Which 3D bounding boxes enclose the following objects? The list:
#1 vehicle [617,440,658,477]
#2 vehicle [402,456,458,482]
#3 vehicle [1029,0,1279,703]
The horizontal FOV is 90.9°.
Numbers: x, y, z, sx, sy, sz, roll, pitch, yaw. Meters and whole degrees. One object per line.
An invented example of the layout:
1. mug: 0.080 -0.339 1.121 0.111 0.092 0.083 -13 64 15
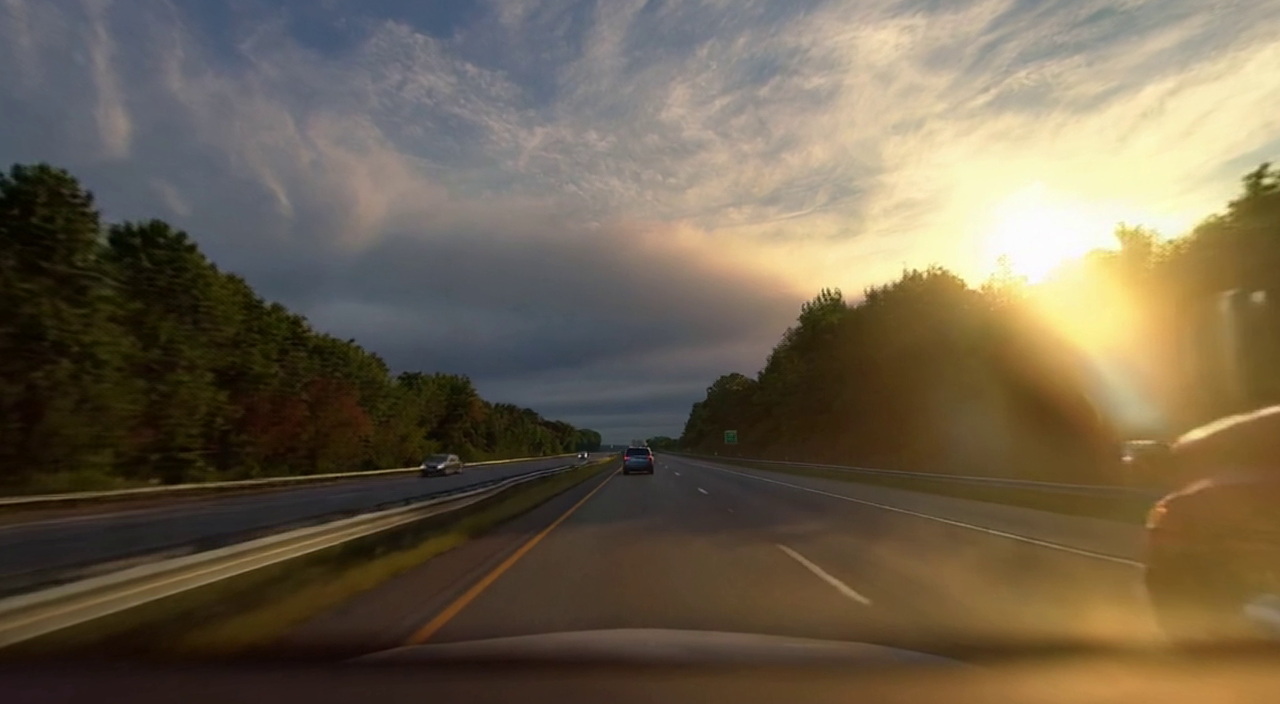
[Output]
1. vehicle: -0.146 5.878 34.905 2.105 1.865 4.102 0 -9 0
2. vehicle: -12.781 7.142 38.622 1.954 1.466 4.106 0 -9 0
3. vehicle: 4.199 -0.369 1.279 2.945 3.903 5.826 0 -9 1
